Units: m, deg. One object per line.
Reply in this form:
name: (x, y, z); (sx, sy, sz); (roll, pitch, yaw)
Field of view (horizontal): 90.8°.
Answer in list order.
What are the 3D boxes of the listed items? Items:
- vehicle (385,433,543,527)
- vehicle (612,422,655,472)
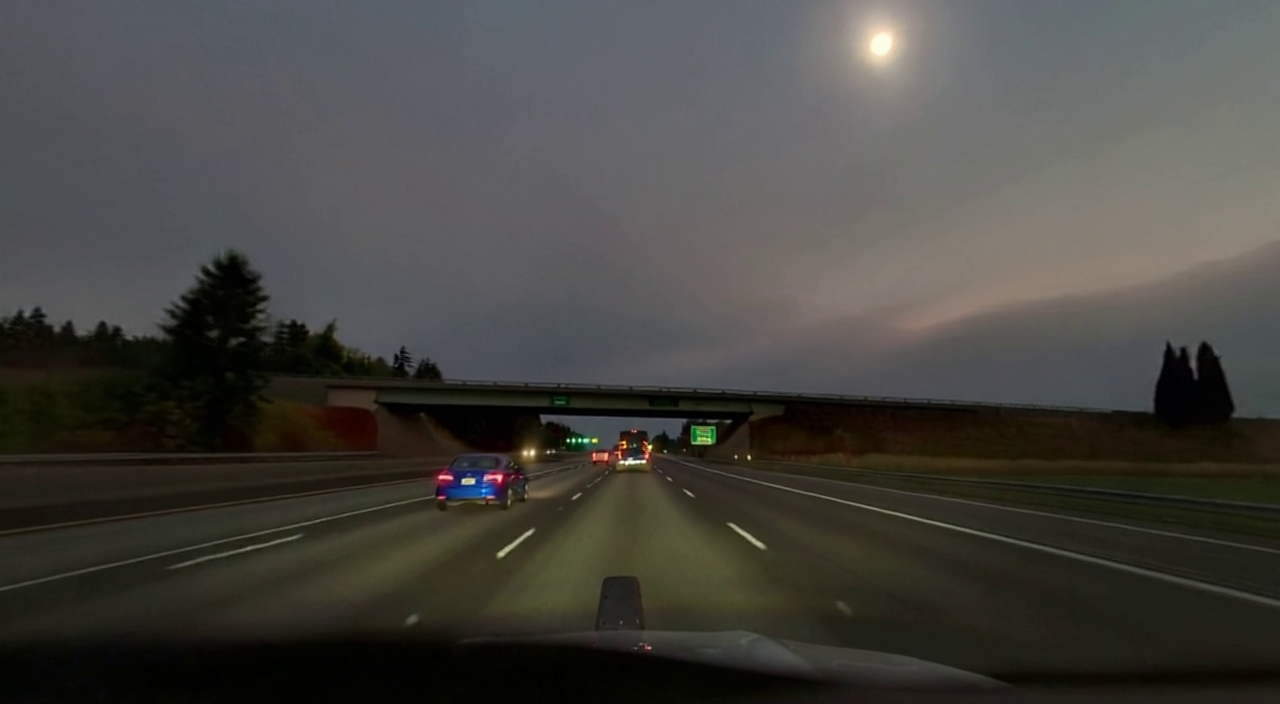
vehicle: (-3.449, 2.602, 13.335); (2.088, 1.643, 4.215); (0, -9, 0)
vehicle: (-0.440, 6.462, 42.742); (2.672, 3.056, 6.900); (0, -9, -1)
